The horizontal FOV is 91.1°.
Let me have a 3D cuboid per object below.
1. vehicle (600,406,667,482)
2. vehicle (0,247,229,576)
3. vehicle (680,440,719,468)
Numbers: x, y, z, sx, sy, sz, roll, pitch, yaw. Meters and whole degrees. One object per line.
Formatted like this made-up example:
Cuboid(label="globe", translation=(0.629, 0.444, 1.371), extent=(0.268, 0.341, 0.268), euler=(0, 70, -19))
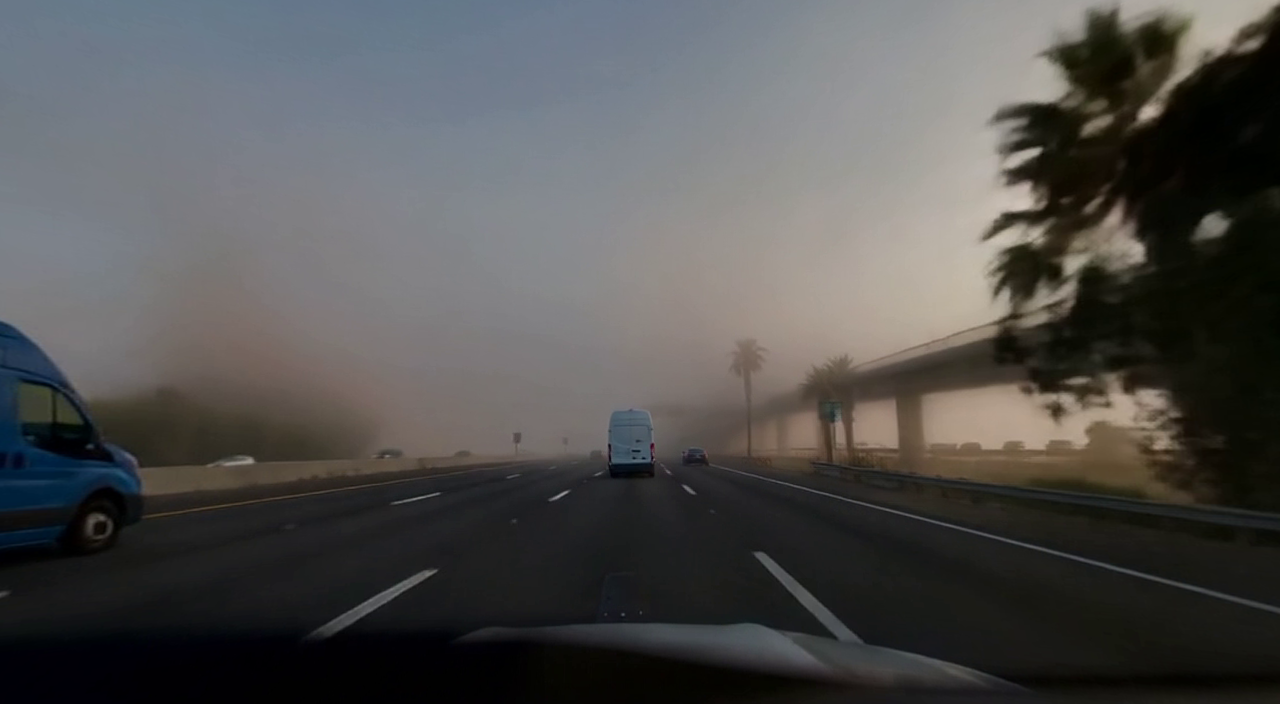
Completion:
Cuboid(label="vehicle", translation=(-0.141, 3.836, 26.209), extent=(2.476, 2.776, 5.598), euler=(0, -8, 2))
Cuboid(label="vehicle", translation=(-7.708, 0.575, 5.800), extent=(2.965, 3.178, 7.188), euler=(-2, -9, 0))
Cuboid(label="vehicle", translation=(3.653, 6.314, 39.000), extent=(1.987, 1.648, 3.984), euler=(0, -8, -1))
